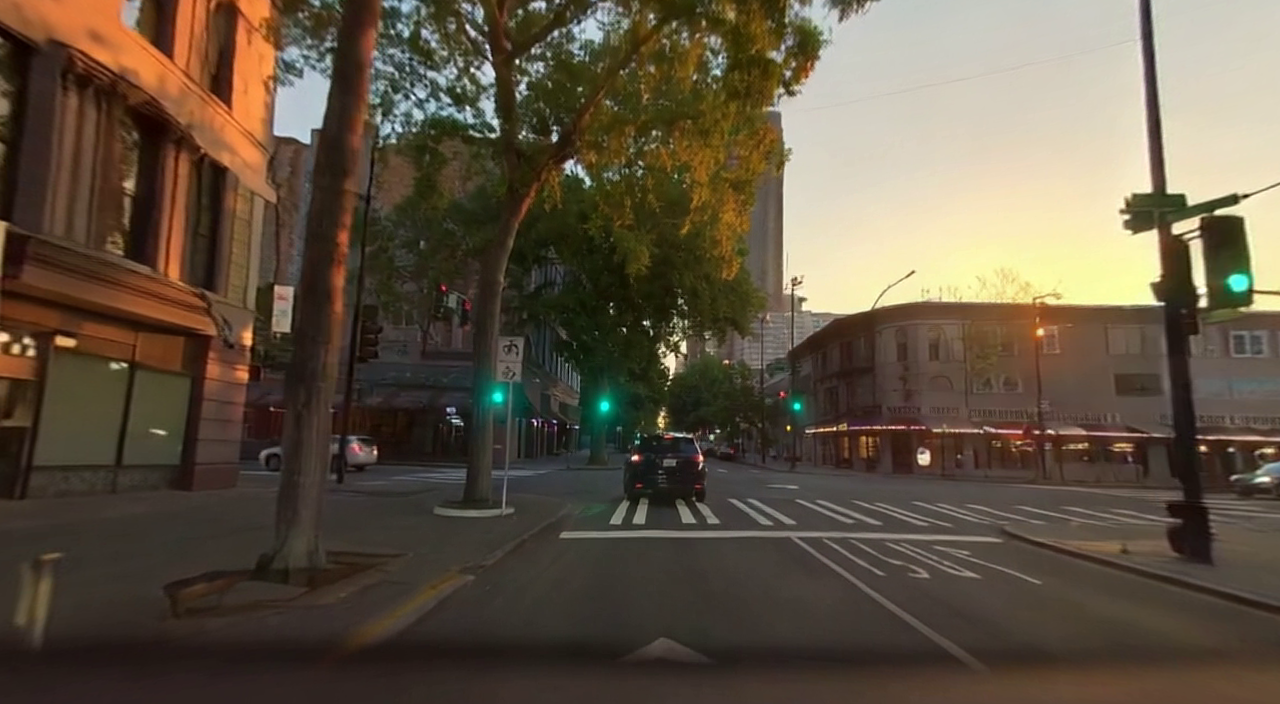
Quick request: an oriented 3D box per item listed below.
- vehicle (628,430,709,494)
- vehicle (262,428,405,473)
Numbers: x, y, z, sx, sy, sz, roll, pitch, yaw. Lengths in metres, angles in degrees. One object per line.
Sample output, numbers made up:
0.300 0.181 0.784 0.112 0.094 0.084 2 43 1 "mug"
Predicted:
0.774 3.098 18.094 2.079 1.621 3.861 0 -8 2 "vehicle"
-11.249 3.614 23.245 4.282 1.519 2.077 -2 -9 12 "vehicle"
